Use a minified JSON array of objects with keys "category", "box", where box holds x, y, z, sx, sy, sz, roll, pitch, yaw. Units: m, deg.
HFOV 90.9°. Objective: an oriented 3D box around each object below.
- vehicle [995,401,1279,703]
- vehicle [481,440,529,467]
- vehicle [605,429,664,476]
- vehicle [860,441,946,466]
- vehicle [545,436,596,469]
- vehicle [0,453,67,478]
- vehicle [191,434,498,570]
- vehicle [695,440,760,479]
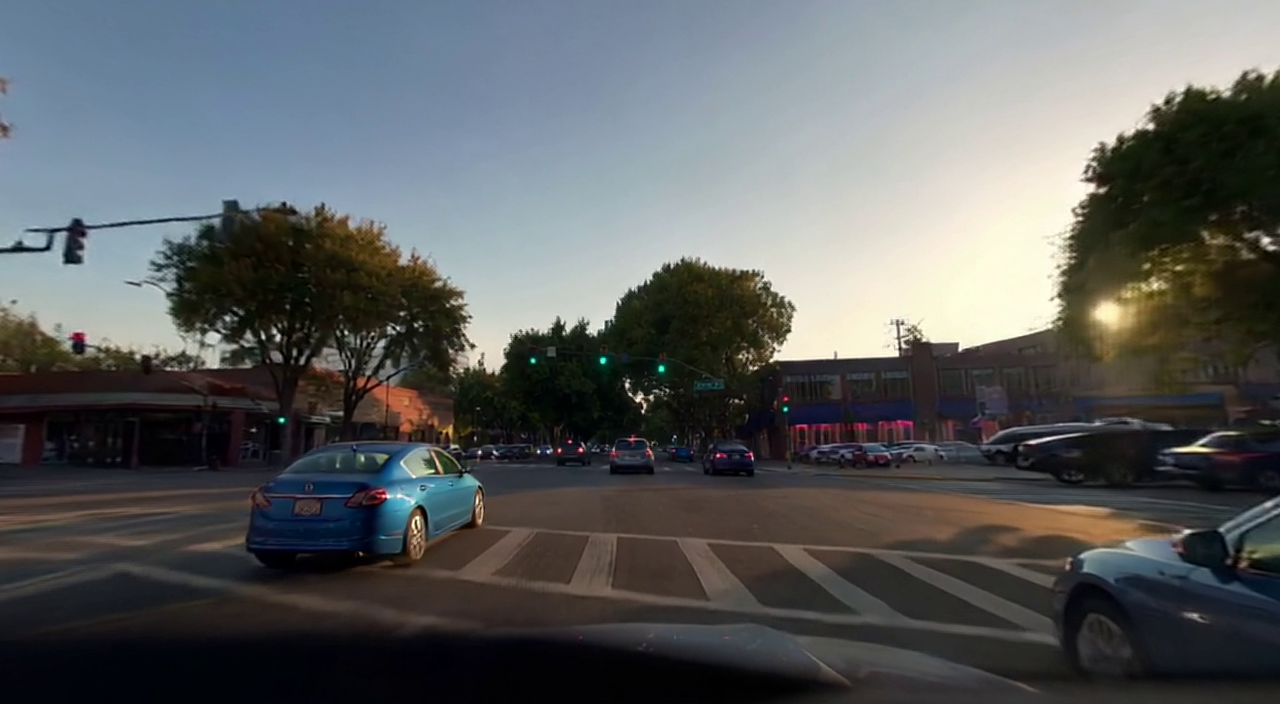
[{"category":"vehicle","box":[3.179,0.829,1.562,2.052,1.475,4.540,0,-8,2]},{"category":"vehicle","box":[-8.749,6.601,41.285,2.059,1.559,4.709,-4,-8,1]},{"category":"vehicle","box":[-0.215,4.394,27.813,2.361,1.898,4.465,0,-8,0]},{"category":"vehicle","box":[16.172,6.279,38.951,4.407,1.492,1.930,0,-8,2]},{"category":"vehicle","box":[-3.576,5.252,33.140,2.130,1.645,3.995,0,-8,1]},{"category":"vehicle","box":[-39.832,7.228,40.124,4.458,1.494,1.849,2,-9,-14]},{"category":"vehicle","box":[-3.482,1.826,8.467,2.115,1.369,3.908,0,-8,2]},{"category":"vehicle","box":[3.493,4.379,26.009,2.058,1.472,4.317,0,-8,0]}]
